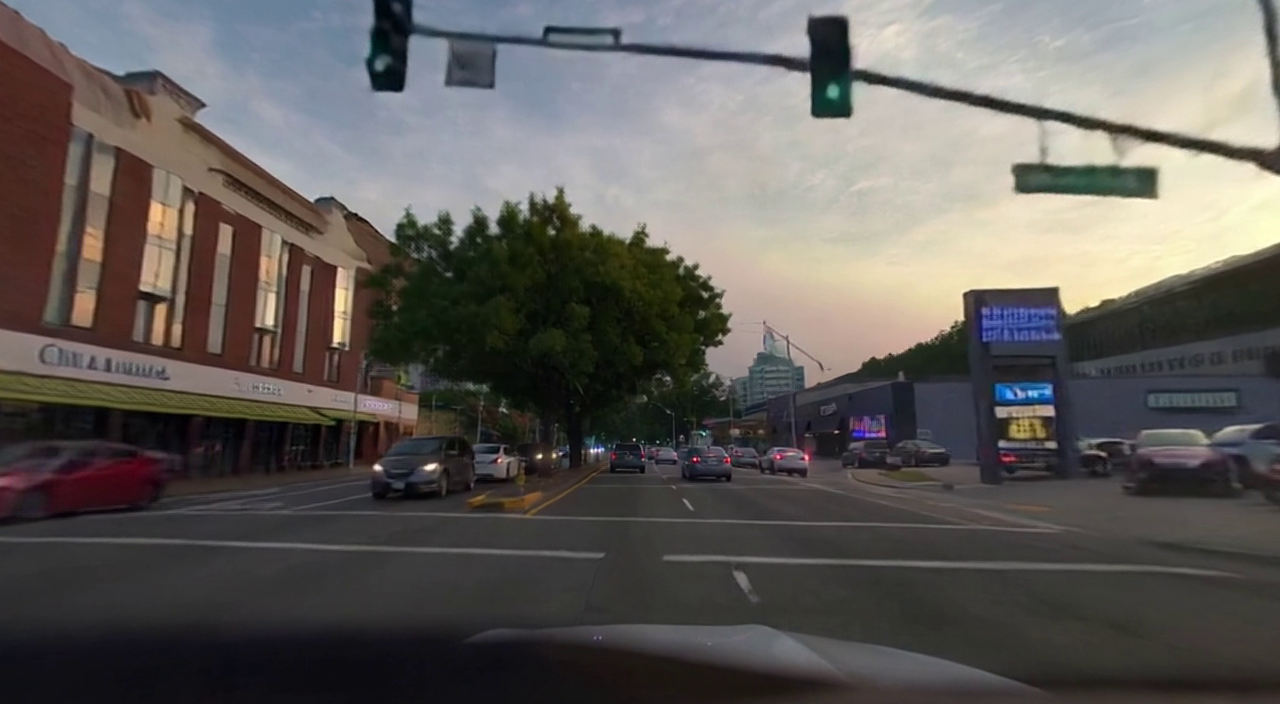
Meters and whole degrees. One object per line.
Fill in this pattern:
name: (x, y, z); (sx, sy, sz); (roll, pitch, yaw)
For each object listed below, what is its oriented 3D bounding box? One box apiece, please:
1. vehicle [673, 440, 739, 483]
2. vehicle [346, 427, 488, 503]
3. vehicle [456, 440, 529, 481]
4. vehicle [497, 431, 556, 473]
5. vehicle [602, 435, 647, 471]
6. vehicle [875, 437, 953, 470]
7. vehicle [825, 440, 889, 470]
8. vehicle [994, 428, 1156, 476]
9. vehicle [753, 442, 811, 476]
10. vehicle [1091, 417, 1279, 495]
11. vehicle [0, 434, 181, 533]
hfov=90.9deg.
vehicle: (2.481, 4.236, 24.694); (2.046, 1.540, 3.883); (0, -8, -2)
vehicle: (-5.876, 2.997, 17.351); (2.242, 1.740, 4.659); (-1, -7, 0)
vehicle: (-5.856, 4.334, 25.529); (1.835, 1.476, 4.533); (1, -8, 0)
vehicle: (-5.817, 5.161, 32.976); (2.240, 1.945, 5.114); (-1, -7, -1)
vehicle: (-0.815, 5.550, 34.705); (2.301, 1.837, 4.411); (0, -8, -1)
vehicle: (15.179, 5.607, 35.259); (2.007, 1.642, 5.001); (-1, -8, -1)
vehicle: (12.088, 5.747, 35.481); (2.058, 1.493, 4.612); (-1, -8, 2)
vehicle: (16.394, 3.788, 23.952); (4.572, 1.660, 2.091); (-1, -9, -1)
vehicle: (7.290, 5.519, 32.846); (1.914, 1.587, 4.548); (0, -8, -1)
vehicle: (14.772, 2.511, 15.617); (5.473, 1.792, 2.167); (0, -6, 1)
vehicle: (-12.628, 2.691, 13.548); (2.106, 1.779, 4.467); (0, -8, 0)
